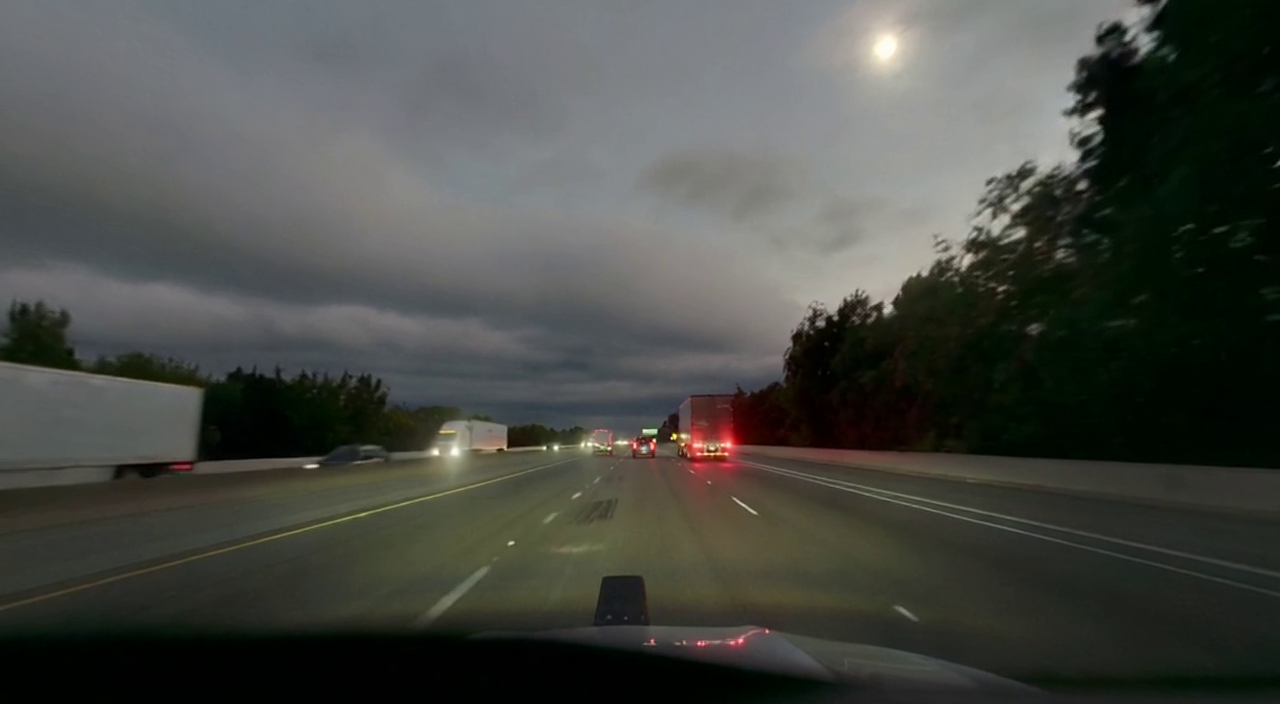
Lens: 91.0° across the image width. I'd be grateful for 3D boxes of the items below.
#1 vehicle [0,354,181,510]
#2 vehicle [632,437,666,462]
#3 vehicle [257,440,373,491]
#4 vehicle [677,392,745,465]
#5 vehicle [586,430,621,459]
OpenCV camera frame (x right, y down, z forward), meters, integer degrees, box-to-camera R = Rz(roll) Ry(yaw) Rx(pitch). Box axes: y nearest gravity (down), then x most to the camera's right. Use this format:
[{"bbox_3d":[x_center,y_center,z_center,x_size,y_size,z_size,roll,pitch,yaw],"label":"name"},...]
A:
[{"bbox_3d":[-18.583,2.071,16.295,3.001,4.138,13.607,0,-8,1],"label":"vehicle"},{"bbox_3d":[0.564,6.490,42.130,2.139,1.607,4.034,0,-8,0],"label":"vehicle"},{"bbox_3d":[-10.862,3.784,21.389,1.900,1.548,4.087,0,-8,-3],"label":"vehicle"},{"bbox_3d":[4.490,5.344,43.097,3.005,4.131,14.221,1,-8,0],"label":"vehicle"},{"bbox_3d":[-2.627,6.854,46.615,2.247,2.039,5.008,0,-8,1],"label":"vehicle"}]
